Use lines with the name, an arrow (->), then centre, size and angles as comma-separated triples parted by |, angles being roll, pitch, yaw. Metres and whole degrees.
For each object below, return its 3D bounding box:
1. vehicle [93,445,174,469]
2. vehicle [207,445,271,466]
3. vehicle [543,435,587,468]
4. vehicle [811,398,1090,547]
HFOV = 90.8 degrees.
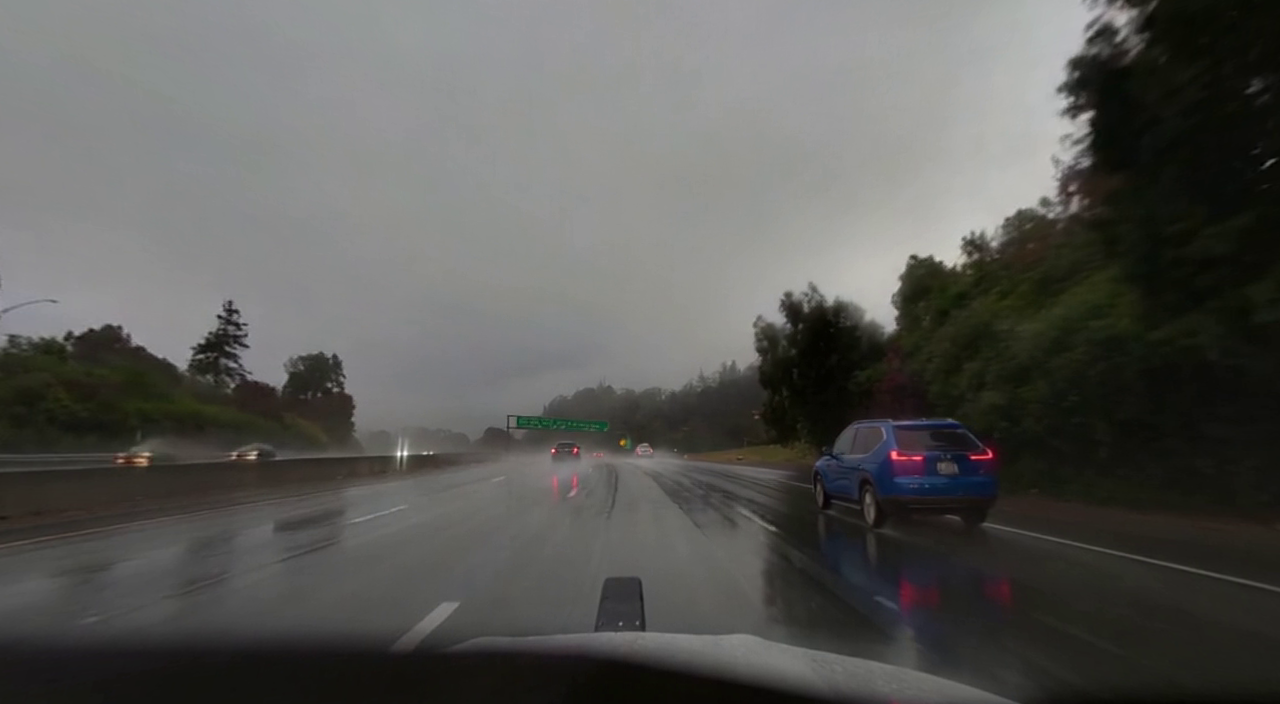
vehicle -> -32.587, 6.774, 40.806 | 2.008, 1.479, 3.987 | 1, -9, -3
vehicle -> -29.844, 7.681, 47.178 | 1.954, 1.483, 4.712 | 1, -9, -4
vehicle -> -5.066, 6.863, 43.649 | 2.537, 2.121, 5.251 | 0, -9, -2
vehicle -> 4.660, 1.919, 10.603 | 2.103, 1.903, 4.837 | 0, -9, -2
